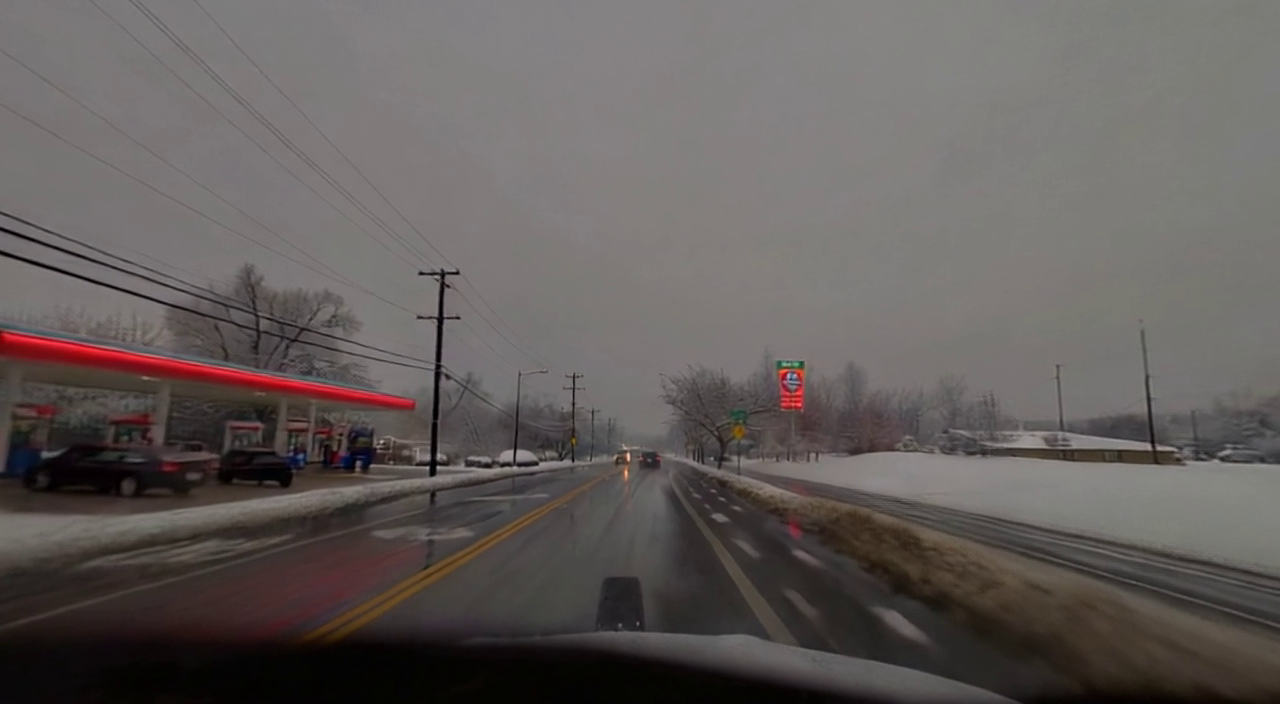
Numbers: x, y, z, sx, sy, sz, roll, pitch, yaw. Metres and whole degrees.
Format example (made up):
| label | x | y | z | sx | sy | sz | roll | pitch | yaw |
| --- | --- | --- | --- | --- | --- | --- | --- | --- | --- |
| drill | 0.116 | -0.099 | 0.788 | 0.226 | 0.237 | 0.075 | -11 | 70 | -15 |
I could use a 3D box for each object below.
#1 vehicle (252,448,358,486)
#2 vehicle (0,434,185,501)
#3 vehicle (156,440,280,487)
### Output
| label | x | y | z | sx | sy | sz | roll | pitch | yaw |
| --- | --- | --- | --- | --- | --- | --- | --- | --- | --- |
| vehicle | -13.834 | 4.754 | 26.447 | 1.947 | 1.435 | 4.606 | 0 | -9 | 0 |
| vehicle | -16.520 | 3.451 | 19.238 | 1.890 | 1.761 | 4.578 | 0 | -9 | -1 |
| vehicle | -16.942 | 4.481 | 25.686 | 1.928 | 1.708 | 4.344 | 0 | -9 | 2 |
